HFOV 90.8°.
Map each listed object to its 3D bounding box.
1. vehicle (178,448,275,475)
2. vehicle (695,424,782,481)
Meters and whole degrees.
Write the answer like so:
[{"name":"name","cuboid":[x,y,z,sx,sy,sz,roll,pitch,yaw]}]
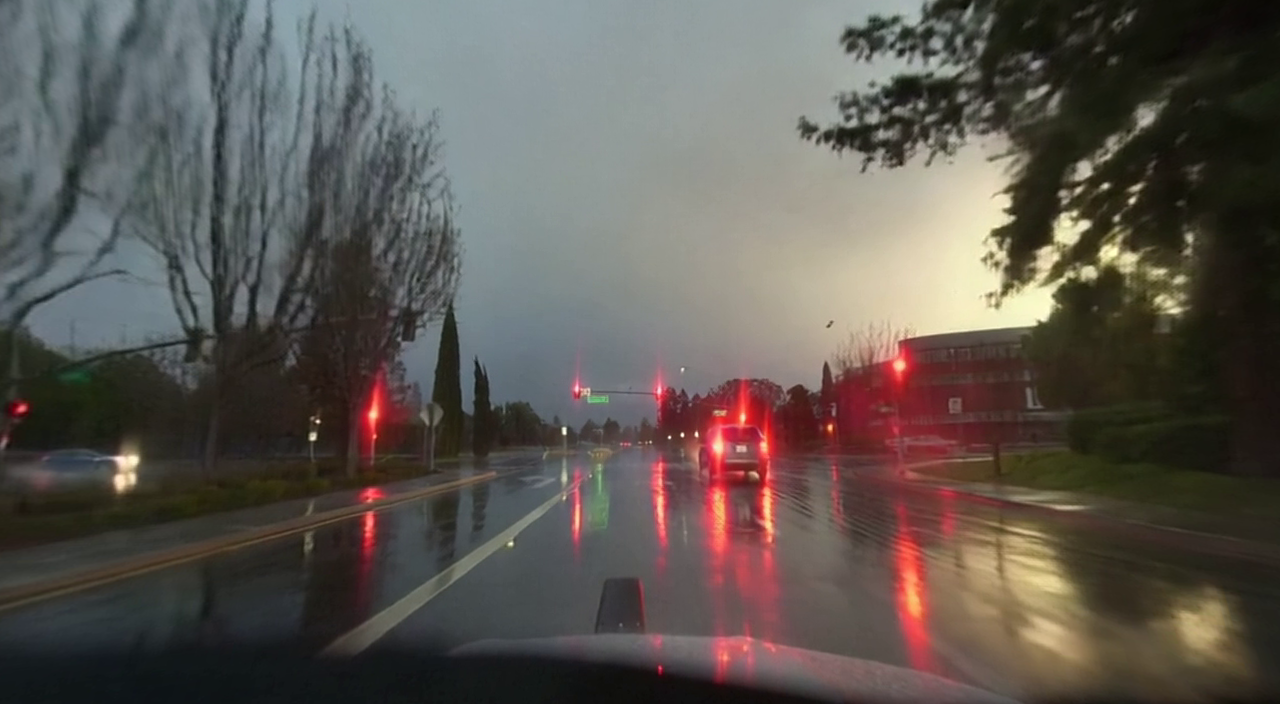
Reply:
[{"name":"vehicle","cuboid":[-26.365,6.968,40.407,4.737,1.659,2.042,0,-9,-2]},{"name":"vehicle","cuboid":[3.390,3.611,22.888,2.229,1.795,4.927,0,-9,-1]}]
